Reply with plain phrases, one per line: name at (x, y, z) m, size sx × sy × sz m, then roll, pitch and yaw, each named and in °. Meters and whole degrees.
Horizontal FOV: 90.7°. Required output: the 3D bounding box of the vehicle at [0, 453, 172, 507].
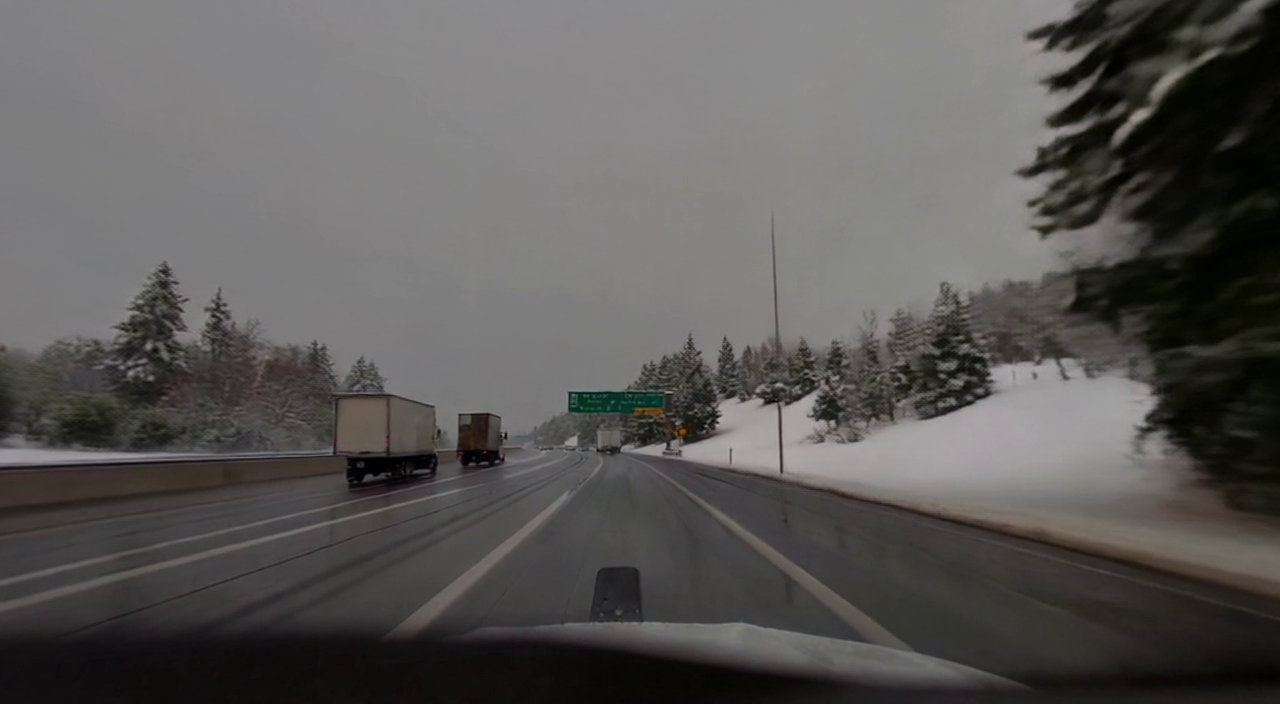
vehicle at (-17.536, 3.995, 20.221) m, size 1.842 × 1.452 × 4.612 m, roll 0°, pitch -8°, yaw -3°

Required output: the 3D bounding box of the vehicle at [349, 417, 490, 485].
vehicle at (-10.557, 5.042, 32.662) m, size 3.270 × 2.674 × 14.547 m, roll 0°, pitch -9°, yaw -5°
